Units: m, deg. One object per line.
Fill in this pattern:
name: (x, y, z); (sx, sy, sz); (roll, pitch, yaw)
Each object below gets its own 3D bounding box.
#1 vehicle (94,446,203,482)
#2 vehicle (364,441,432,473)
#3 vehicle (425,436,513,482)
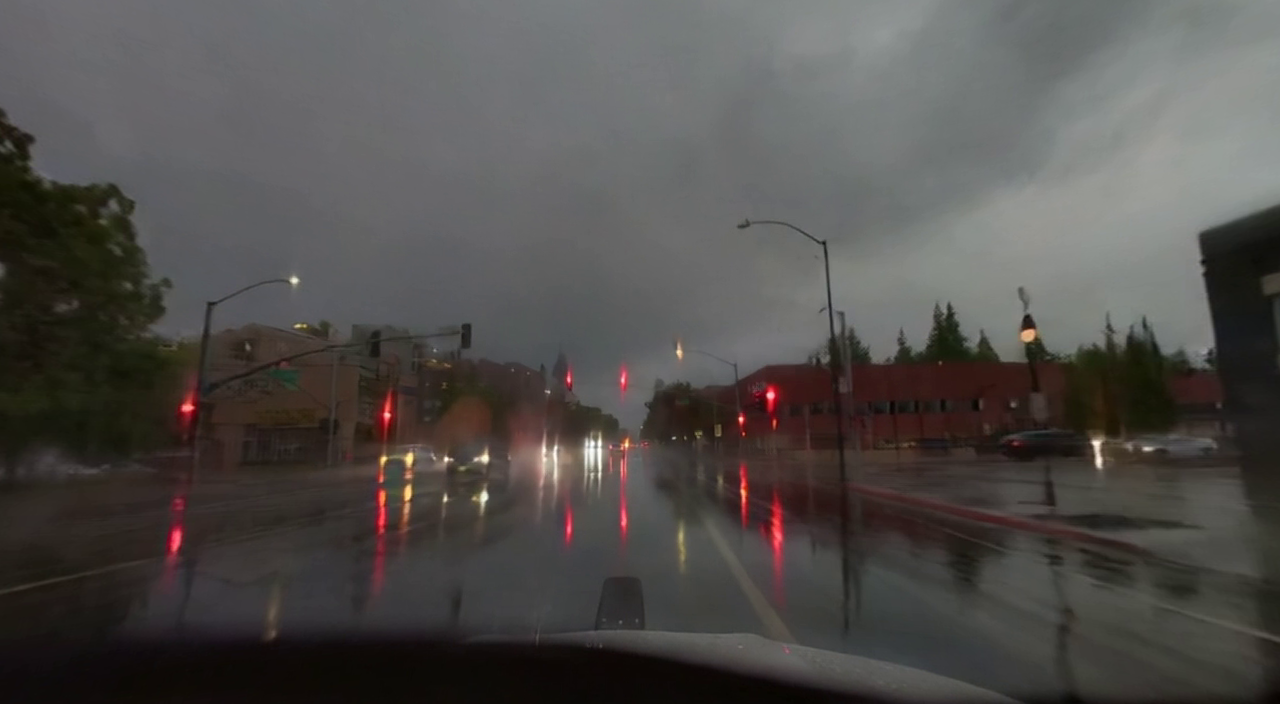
vehicle: (-31.015, 7.068, 39.993); (4.957, 1.928, 2.203); (-2, -8, -5)
vehicle: (-14.661, 6.401, 38.591); (2.167, 1.787, 4.882); (-1, -9, 1)
vehicle: (-6.947, 4.392, 26.270); (2.262, 1.708, 4.466); (-1, -9, 2)
